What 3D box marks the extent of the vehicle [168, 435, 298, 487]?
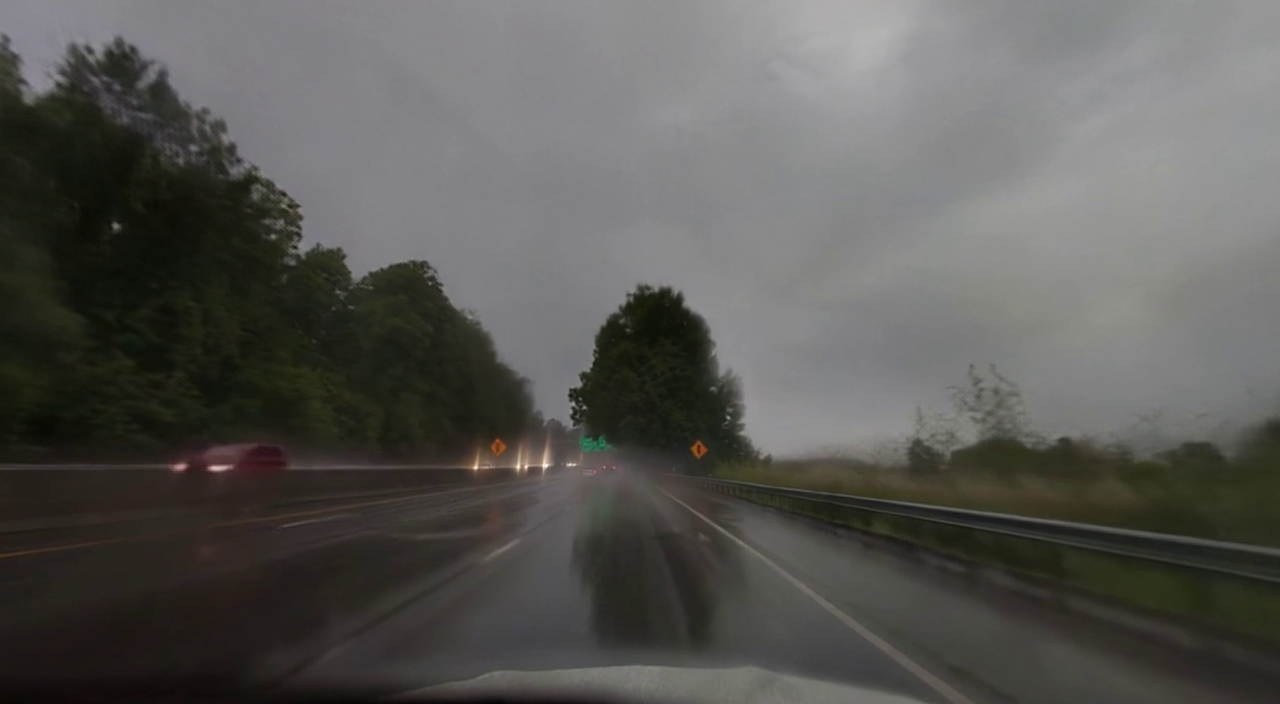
[{"bbox_3d":[-16.680,4.560,26.219,2.120,1.902,4.900,1,-10,-1],"label":"vehicle"}]
